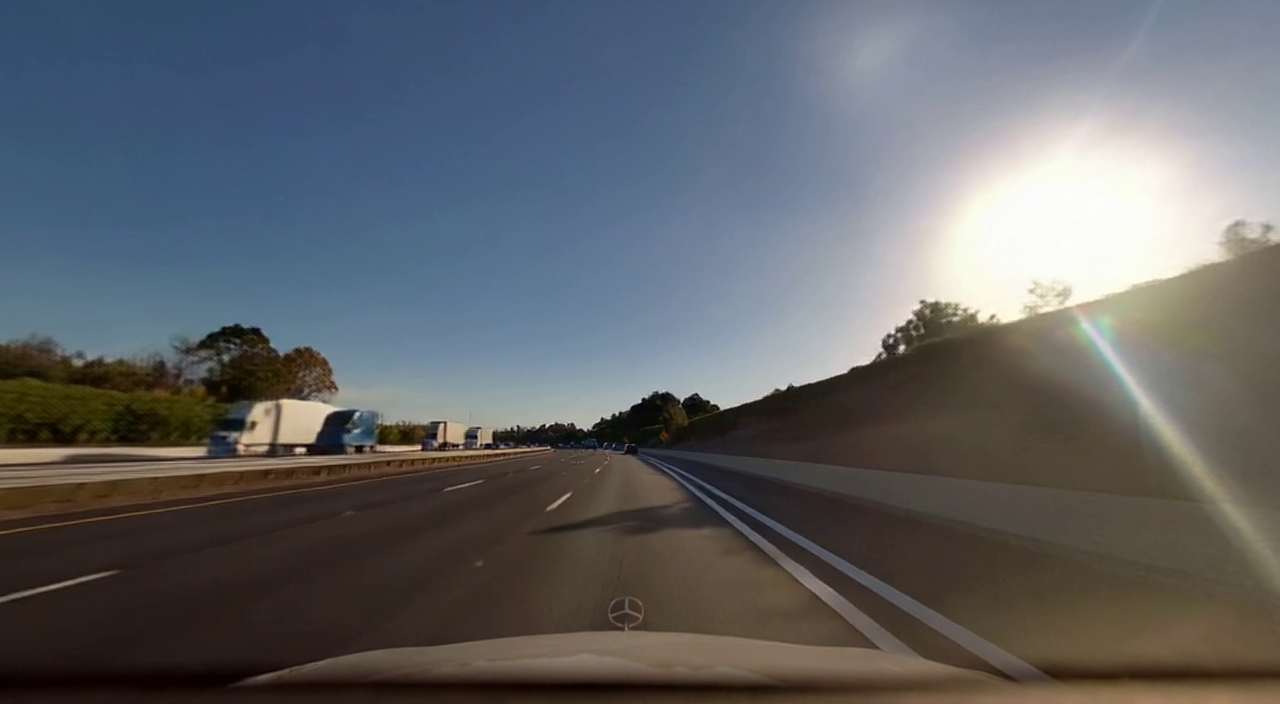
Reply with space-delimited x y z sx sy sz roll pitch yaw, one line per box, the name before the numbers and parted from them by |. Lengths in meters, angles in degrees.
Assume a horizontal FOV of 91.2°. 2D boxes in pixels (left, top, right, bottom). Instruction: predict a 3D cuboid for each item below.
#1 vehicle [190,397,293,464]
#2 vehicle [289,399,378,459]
vehicle | -25.527 5.087 40.541 3.284 4.020 4.965 1 -8 -2
vehicle | -21.356 5.497 44.180 3.038 3.924 6.196 0 -8 -1
